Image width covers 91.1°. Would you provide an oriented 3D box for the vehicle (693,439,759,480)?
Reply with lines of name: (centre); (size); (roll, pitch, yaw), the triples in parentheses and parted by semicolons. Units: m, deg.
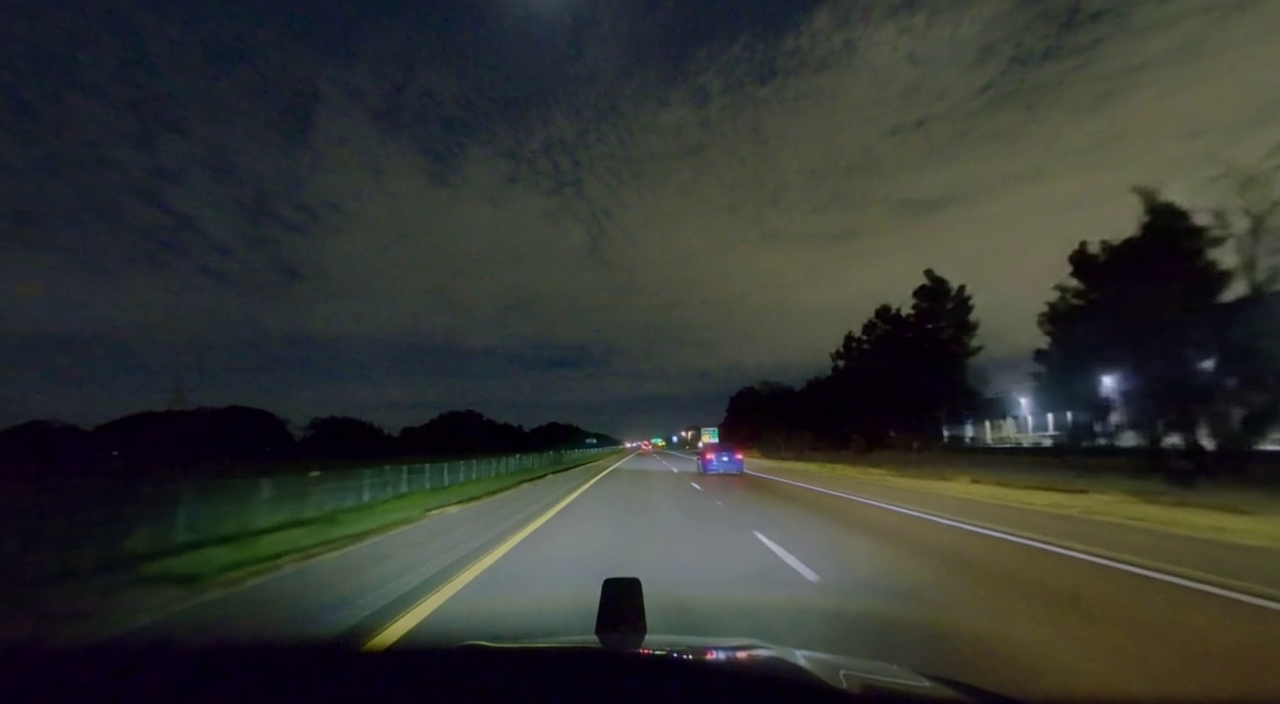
vehicle: (3.455, 4.380, 25.904); (2.079, 1.531, 3.997); (0, -8, -1)
